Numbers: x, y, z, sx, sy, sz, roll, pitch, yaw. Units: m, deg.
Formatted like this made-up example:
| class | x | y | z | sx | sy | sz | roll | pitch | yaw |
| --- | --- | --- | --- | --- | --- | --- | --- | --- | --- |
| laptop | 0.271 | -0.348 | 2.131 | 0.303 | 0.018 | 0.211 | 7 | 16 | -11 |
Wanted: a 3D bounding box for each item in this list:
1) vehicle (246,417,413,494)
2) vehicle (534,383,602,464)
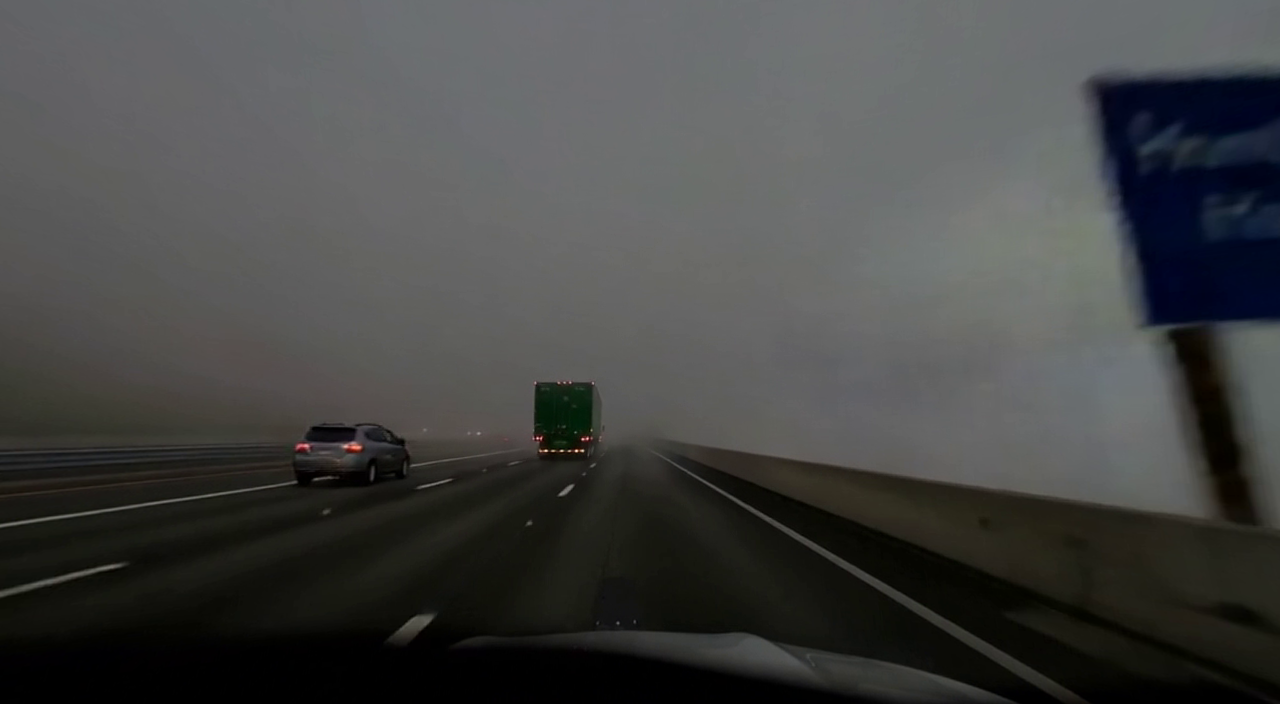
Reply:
| class | x | y | z | sx | sy | sz | roll | pitch | yaw |
| --- | --- | --- | --- | --- | --- | --- | --- | --- | --- |
| vehicle | -7.683 | 2.600 | 16.177 | 2.075 | 1.691 | 4.431 | 0 | -8 | -1 |
| vehicle | -3.974 | 4.457 | 37.706 | 3.002 | 3.987 | 12.477 | -1 | -8 | -2 |
